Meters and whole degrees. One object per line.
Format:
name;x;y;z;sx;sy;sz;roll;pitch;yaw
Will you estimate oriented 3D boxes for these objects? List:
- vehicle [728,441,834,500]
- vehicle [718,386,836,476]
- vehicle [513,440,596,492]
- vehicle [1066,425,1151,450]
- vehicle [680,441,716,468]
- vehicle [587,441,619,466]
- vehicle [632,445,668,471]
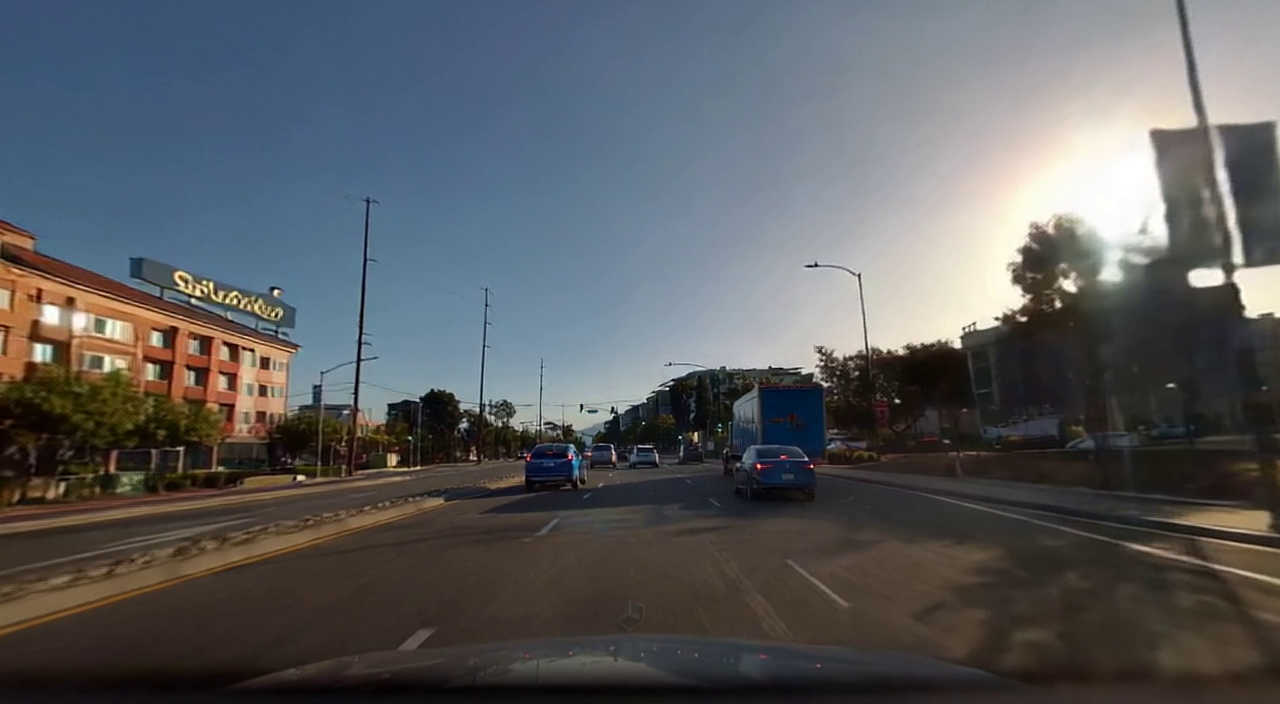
vehicle;3.813;3.254;17.820;1.972;1.452;4.189;0;-8;0
vehicle;7.623;5.040;38.815;3.383;4.268;17.469;0;-8;0
vehicle;-2.703;3.718;21.000;2.003;1.509;4.396;-1;-8;2
vehicle;36.455;6.694;49.133;5.045;1.644;1.906;-3;-8;-2
vehicle;3.880;6.936;42.739;2.050;1.683;3.990;0;-8;0
vehicle;-2.771;7.801;48.680;2.137;1.796;4.304;0;-8;1
vehicle;0.525;6.364;38.079;2.020;1.461;4.326;0;-8;-1
